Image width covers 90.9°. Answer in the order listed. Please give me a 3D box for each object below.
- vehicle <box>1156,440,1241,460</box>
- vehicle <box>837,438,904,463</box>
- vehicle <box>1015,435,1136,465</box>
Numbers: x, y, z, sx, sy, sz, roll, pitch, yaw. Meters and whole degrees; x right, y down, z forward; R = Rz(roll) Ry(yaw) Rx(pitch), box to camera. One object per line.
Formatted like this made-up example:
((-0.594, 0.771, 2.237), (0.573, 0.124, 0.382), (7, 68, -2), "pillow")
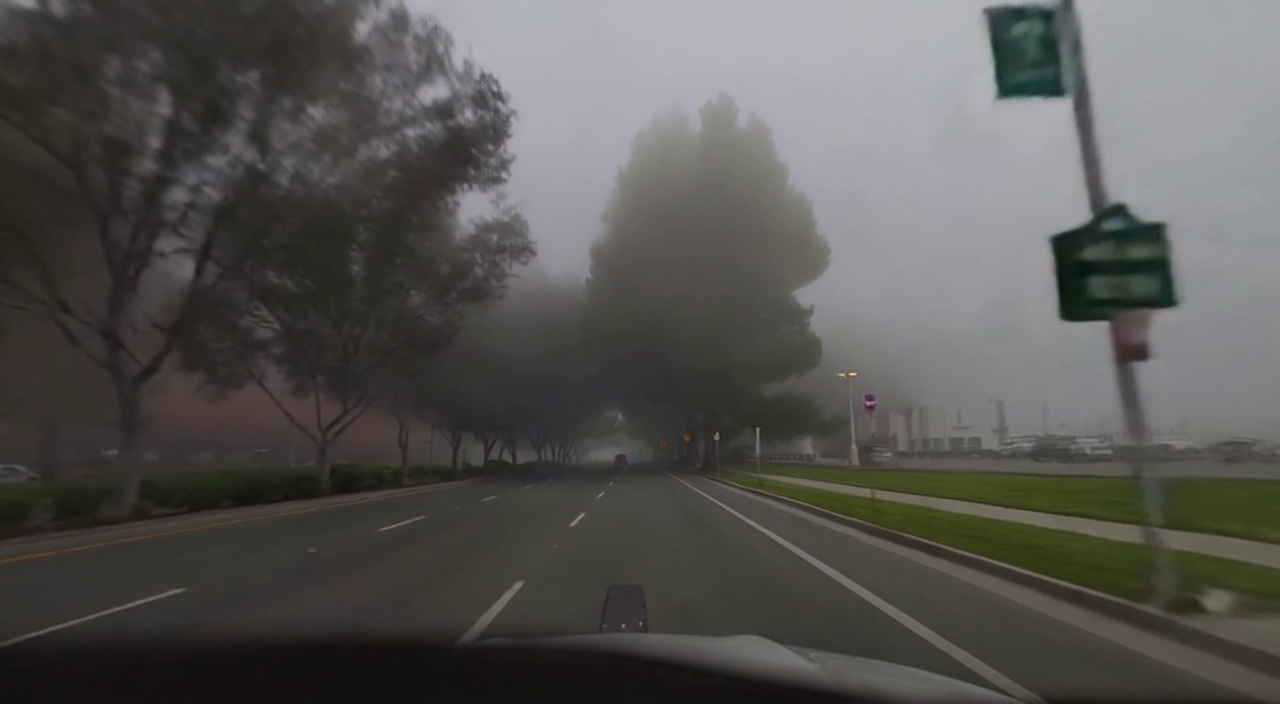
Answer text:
((44.130, 7.772, 49.956), (1.734, 1.466, 4.611), (5, -10, -31), "vehicle")
((14.576, 6.261, 40.066), (3.641, 1.408, 1.584), (-2, -9, 5), "vehicle")
((27.511, 6.241, 40.091), (2.196, 1.745, 5.838), (6, -10, -33), "vehicle")
